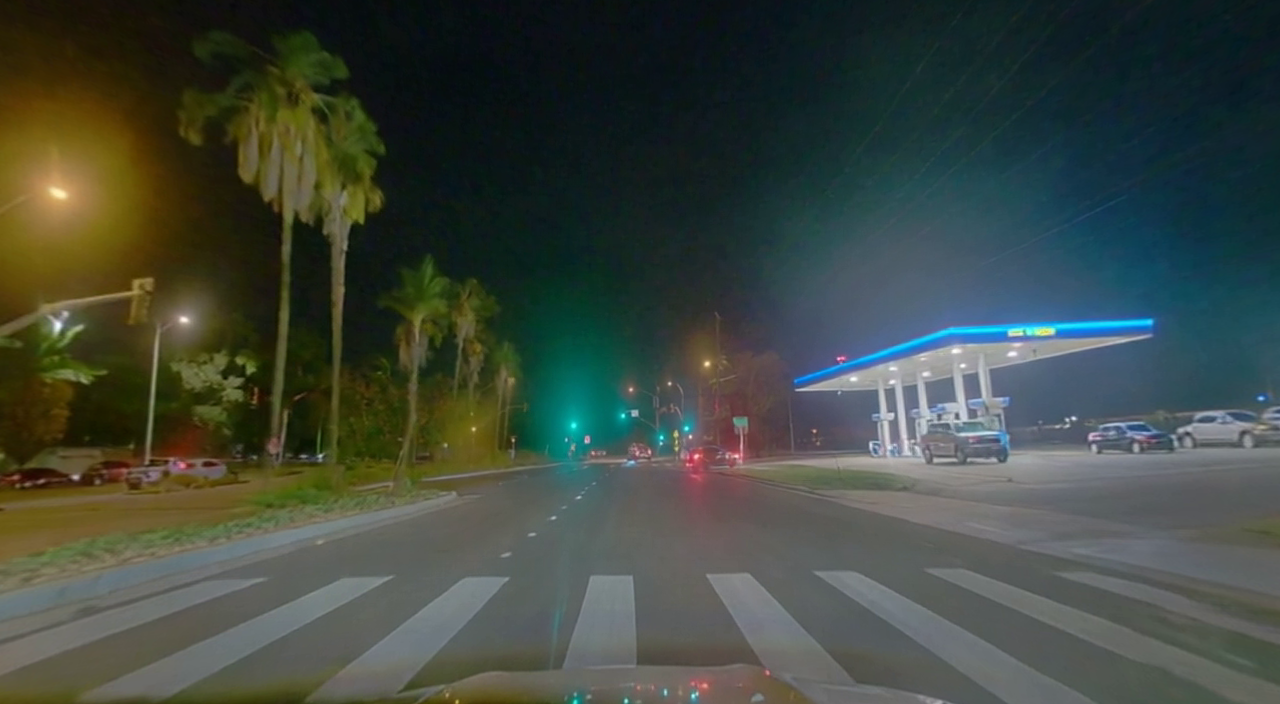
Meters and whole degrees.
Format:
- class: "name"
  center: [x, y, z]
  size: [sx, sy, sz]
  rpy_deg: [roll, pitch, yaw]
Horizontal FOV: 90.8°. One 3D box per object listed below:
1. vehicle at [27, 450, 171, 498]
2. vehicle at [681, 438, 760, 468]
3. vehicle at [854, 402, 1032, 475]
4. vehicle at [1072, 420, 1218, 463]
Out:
- class: "vehicle"
  center: [-25.765, 5.786, 30.219]
  size: [5.056, 1.839, 1.957]
  rpy_deg: [-3, -6, -1]
- class: "vehicle"
  center: [6.087, 7.465, 47.119]
  size: [2.703, 2.082, 6.059]
  rpy_deg: [-8, -12, 44]
- class: "vehicle"
  center: [13.309, 4.040, 29.275]
  size: [2.944, 2.783, 10.332]
  rpy_deg: [0, -8, -1]
- class: "vehicle"
  center: [21.576, 3.833, 27.103]
  size: [4.578, 1.756, 2.042]
  rpy_deg: [1, -8, -4]
